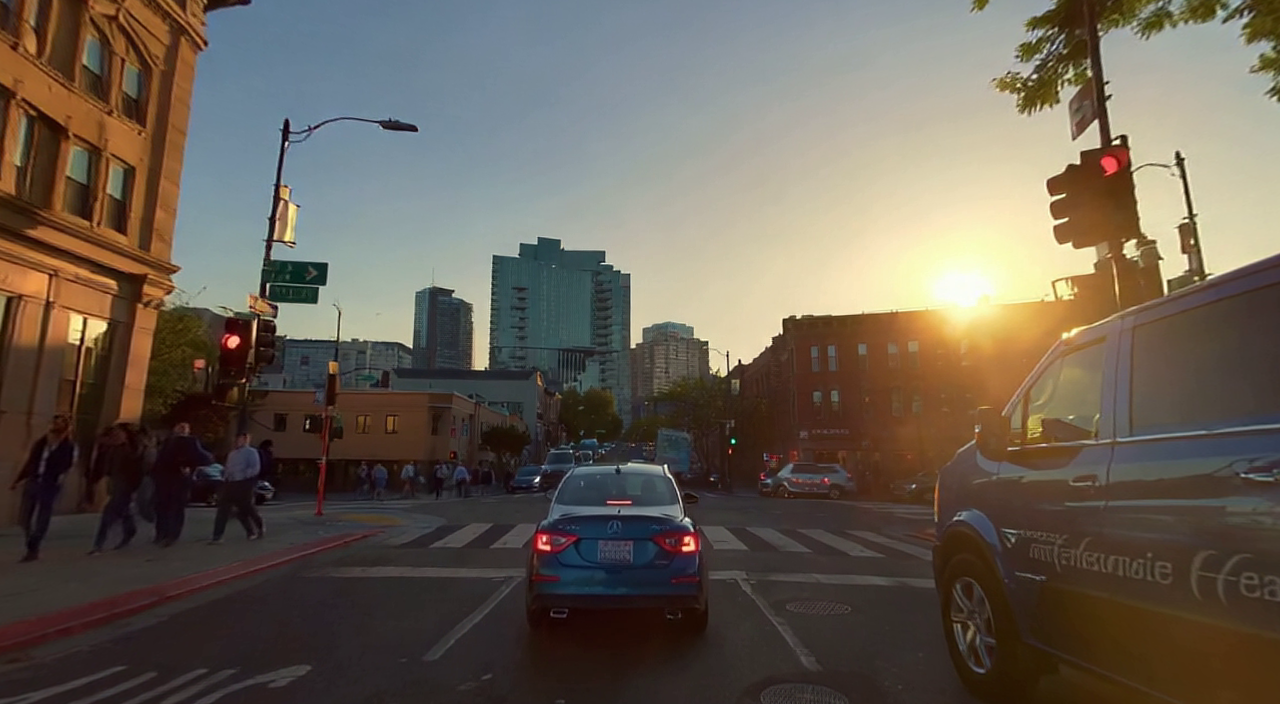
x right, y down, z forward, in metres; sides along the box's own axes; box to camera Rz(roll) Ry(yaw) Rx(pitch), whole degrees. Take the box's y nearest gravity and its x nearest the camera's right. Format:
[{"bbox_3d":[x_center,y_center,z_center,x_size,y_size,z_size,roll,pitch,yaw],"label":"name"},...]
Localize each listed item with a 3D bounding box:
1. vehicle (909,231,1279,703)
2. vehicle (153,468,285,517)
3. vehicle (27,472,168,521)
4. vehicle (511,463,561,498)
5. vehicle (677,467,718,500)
[{"bbox_3d":[3.217,0.545,1.266,2.632,1.979,6.096,0,-9,0],"label":"vehicle"},{"bbox_3d":[-19.773,6.592,29.738,4.750,2.083,2.002,-1,-9,3],"label":"vehicle"},{"bbox_3d":[-25.486,6.771,29.740,4.588,2.048,2.110,0,-9,0],"label":"vehicle"},{"bbox_3d":[-6.330,7.878,39.009,2.226,1.896,4.438,-1,-9,1],"label":"vehicle"},{"bbox_3d":[3.480,8.051,38.819,1.908,1.741,4.066,0,-9,-3],"label":"vehicle"}]
